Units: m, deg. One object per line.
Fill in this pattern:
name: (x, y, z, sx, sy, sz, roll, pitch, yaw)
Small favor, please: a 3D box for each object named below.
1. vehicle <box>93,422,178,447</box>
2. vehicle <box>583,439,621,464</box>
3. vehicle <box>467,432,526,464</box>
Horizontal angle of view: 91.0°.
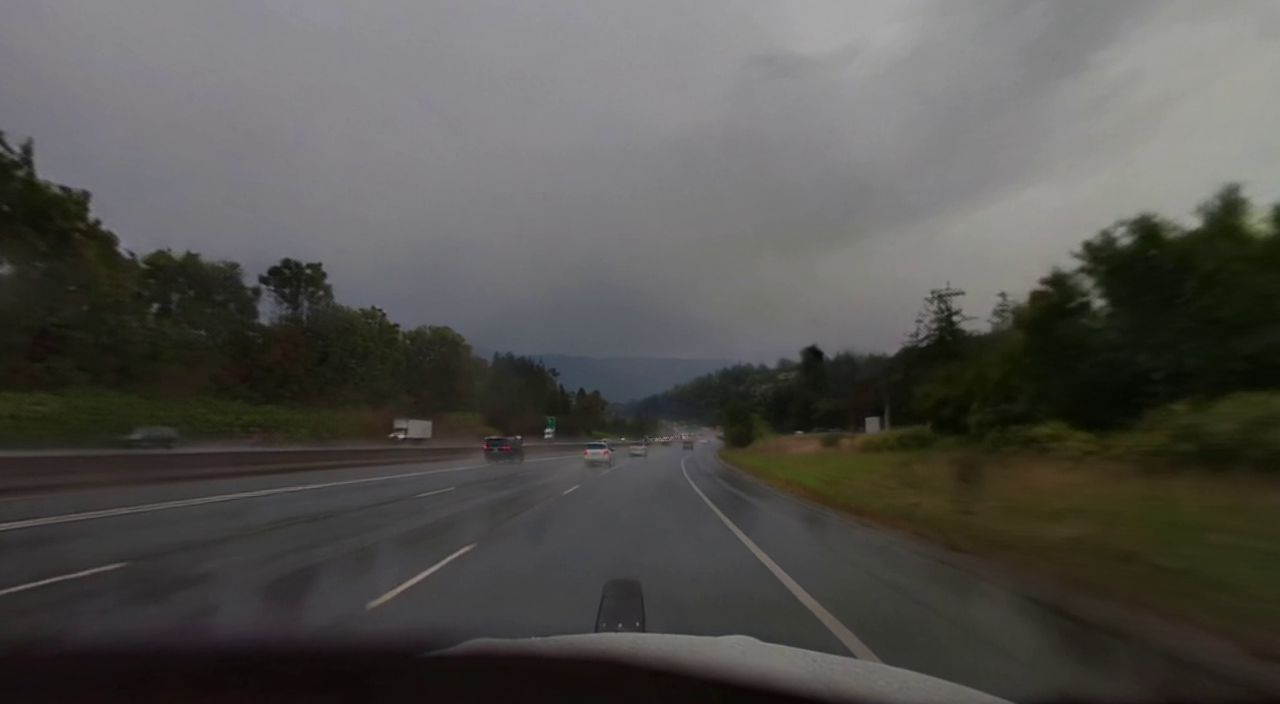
vehicle: (-32.394, 5.363, 40.606, 1.808, 1.511, 4.342, 0, -9, 1)
vehicle: (-2.585, 6.932, 43.968, 2.035, 1.673, 4.469, 0, -9, 4)
vehicle: (-9.490, 6.430, 42.207, 2.264, 1.980, 5.574, 0, -9, 4)
